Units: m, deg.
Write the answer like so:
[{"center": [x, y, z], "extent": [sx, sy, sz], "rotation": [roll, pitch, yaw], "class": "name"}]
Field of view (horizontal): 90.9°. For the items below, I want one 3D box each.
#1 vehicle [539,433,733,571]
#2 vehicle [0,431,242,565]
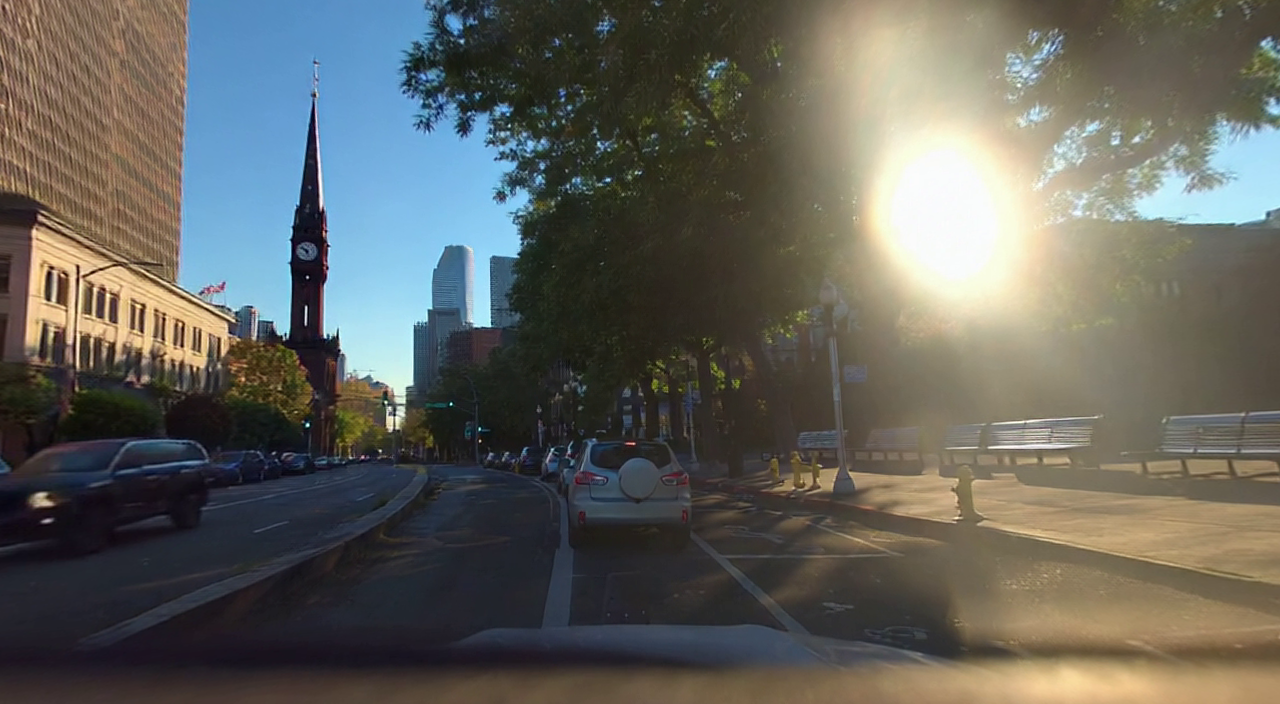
[{"center": [-0.233, 1.942, 9.019], "extent": [2.142, 1.475, 4.051], "rotation": [1, -8, -6], "class": "vehicle"}, {"center": [-8.913, 2.213, 10.359], "extent": [2.179, 1.698, 4.549], "rotation": [1, -8, -7], "class": "vehicle"}]
